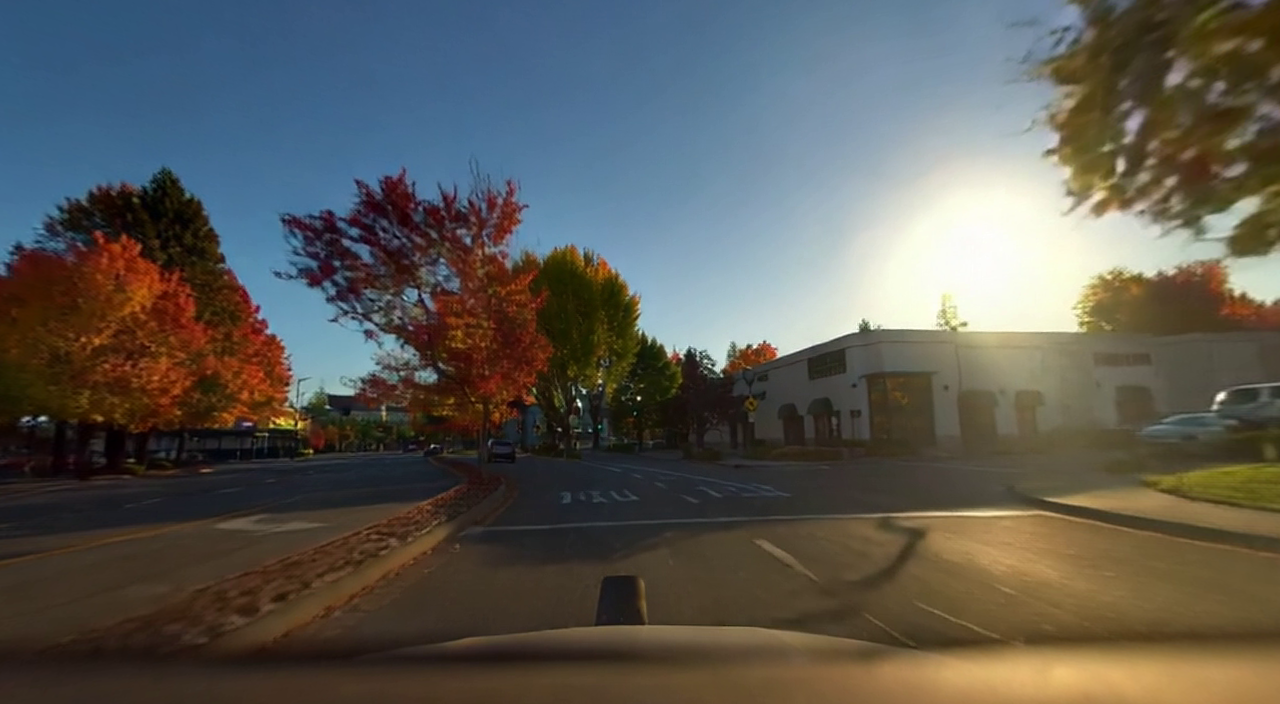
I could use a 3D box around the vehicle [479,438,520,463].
[{"bbox_3d":[-9.205,6.455,41.042,2.018,1.512,4.304,4,-10,-20],"label":"vehicle"}]
